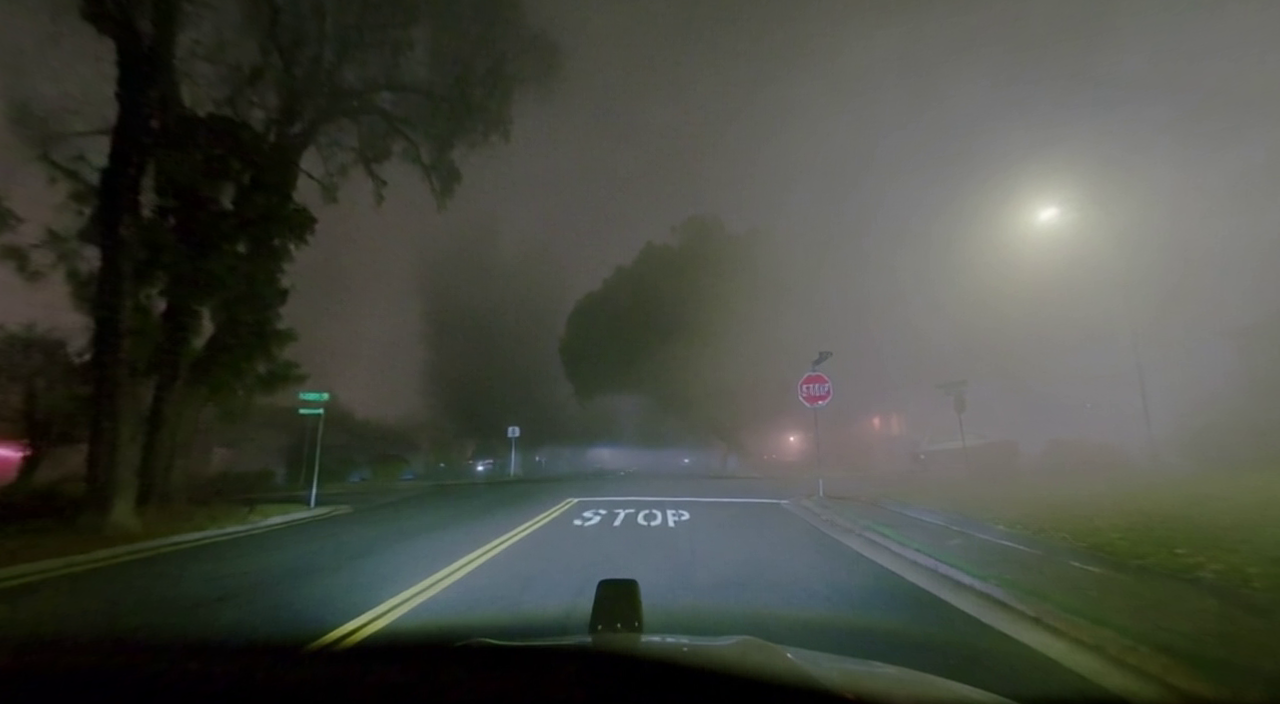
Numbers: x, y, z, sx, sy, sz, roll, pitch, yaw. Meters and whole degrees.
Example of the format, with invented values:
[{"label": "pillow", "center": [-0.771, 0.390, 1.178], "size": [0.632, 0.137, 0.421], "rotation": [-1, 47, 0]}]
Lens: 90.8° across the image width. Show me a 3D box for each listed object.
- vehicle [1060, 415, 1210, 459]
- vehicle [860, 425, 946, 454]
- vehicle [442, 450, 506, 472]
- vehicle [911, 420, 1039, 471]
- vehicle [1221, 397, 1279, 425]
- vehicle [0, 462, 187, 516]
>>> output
[{"label": "vehicle", "center": [17.951, 3.075, 22.910], "size": [4.682, 1.483, 1.917], "rotation": [2, -9, -19]}, {"label": "vehicle", "center": [15.643, 5.274, 37.851], "size": [1.960, 1.584, 4.669], "rotation": [3, -9, -22]}, {"label": "vehicle", "center": [-11.458, 7.557, 43.837], "size": [3.937, 1.390, 1.644], "rotation": [1, -7, 2]}, {"label": "vehicle", "center": [15.590, 4.376, 29.515], "size": [4.788, 1.875, 2.148], "rotation": [1, -19, -15]}, {"label": "vehicle", "center": [37.407, 3.583, 37.853], "size": [4.028, 1.469, 1.884], "rotation": [3, -10, -19]}, {"label": "vehicle", "center": [-16.998, 4.190, 19.592], "size": [4.320, 1.443, 1.867], "rotation": [1, -8, -8]}]
